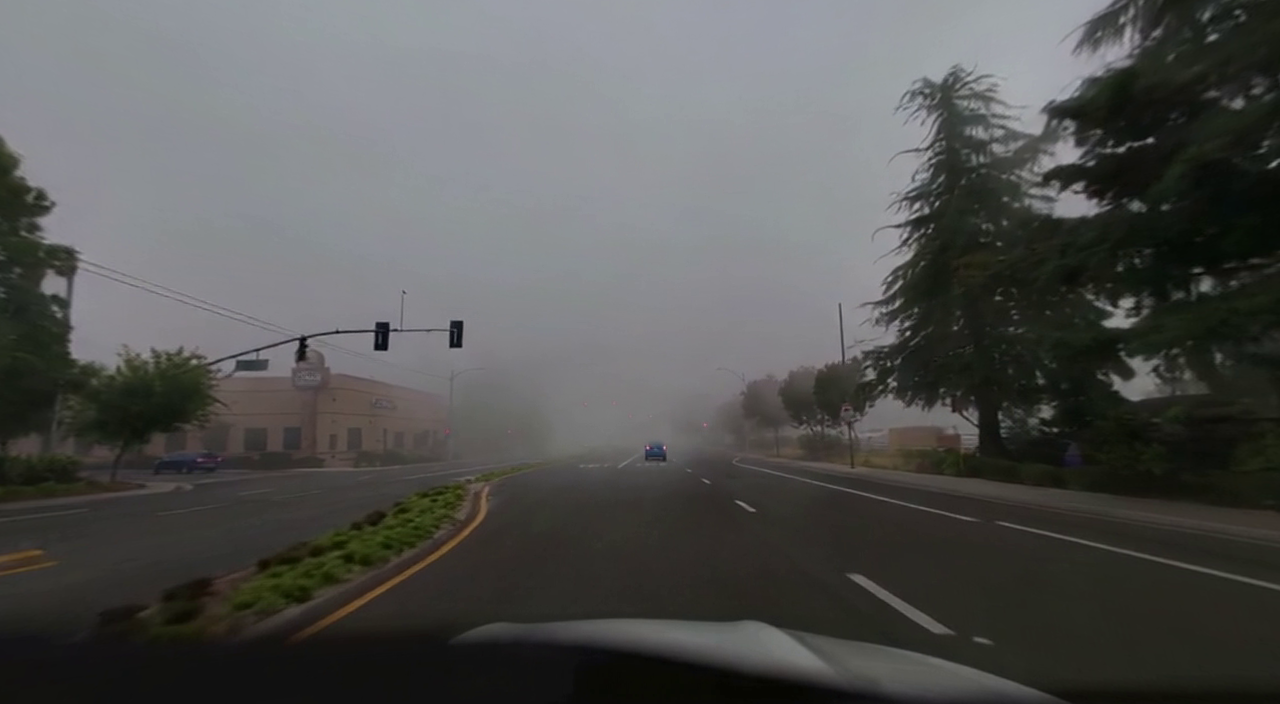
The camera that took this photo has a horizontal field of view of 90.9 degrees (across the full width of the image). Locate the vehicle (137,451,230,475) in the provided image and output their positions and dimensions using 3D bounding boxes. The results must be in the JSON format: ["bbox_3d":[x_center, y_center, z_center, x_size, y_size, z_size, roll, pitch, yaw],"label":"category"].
[{"bbox_3d":[-29.172,7.127,40.437,4.438,1.440,1.782,1,-8,-6],"label":"vehicle"}]
